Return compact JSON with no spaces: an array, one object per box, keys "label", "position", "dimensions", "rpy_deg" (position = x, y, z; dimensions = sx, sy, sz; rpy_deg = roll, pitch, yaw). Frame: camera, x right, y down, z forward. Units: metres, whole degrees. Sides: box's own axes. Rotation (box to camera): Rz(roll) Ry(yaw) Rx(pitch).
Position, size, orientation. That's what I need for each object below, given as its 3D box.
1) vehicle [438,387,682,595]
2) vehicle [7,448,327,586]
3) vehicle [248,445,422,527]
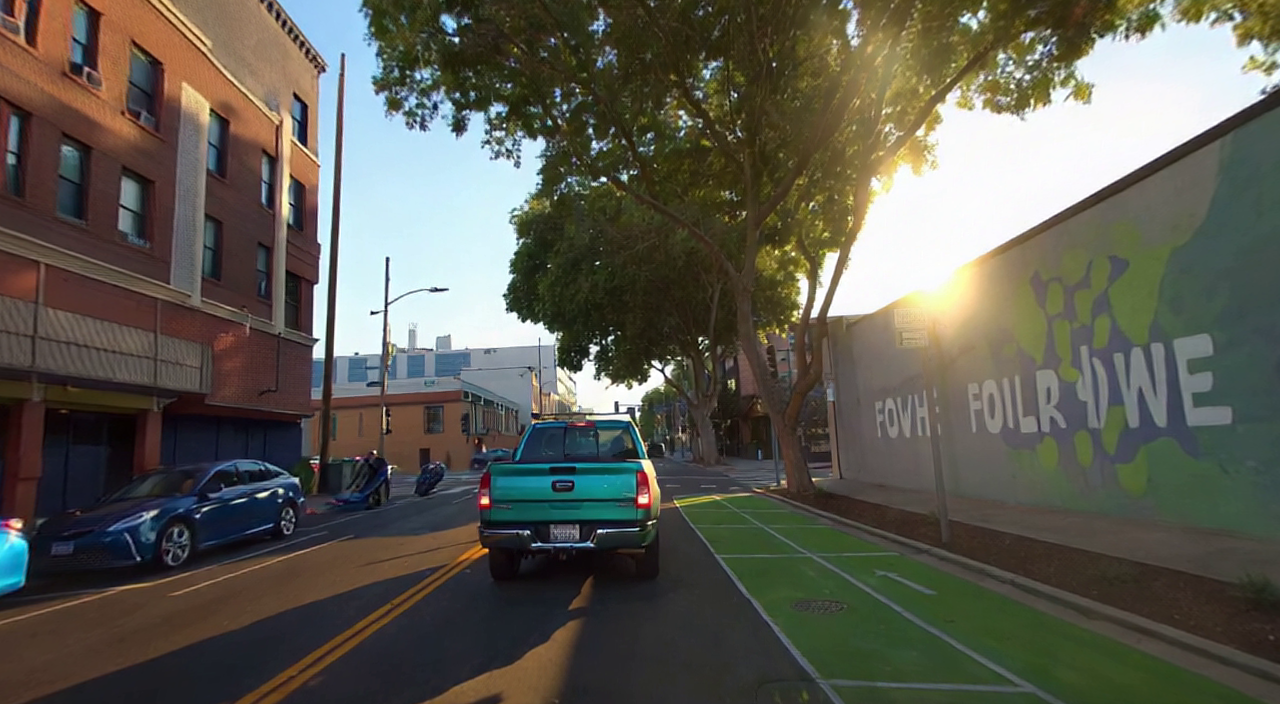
[{"label":"vehicle","position":[-0.706,1.602,8.140],"dimensions":[2.215,1.882,4.611],"rpy_deg":[0,-8,1]},{"label":"vehicle","position":[-7.162,2.454,10.373],"dimensions":[1.882,1.686,4.489],"rpy_deg":[0,-8,-2]},{"label":"vehicle","position":[-7.390,3.235,16.058],"dimensions":[1.884,1.730,5.076],"rpy_deg":[0,-8,0]}]
